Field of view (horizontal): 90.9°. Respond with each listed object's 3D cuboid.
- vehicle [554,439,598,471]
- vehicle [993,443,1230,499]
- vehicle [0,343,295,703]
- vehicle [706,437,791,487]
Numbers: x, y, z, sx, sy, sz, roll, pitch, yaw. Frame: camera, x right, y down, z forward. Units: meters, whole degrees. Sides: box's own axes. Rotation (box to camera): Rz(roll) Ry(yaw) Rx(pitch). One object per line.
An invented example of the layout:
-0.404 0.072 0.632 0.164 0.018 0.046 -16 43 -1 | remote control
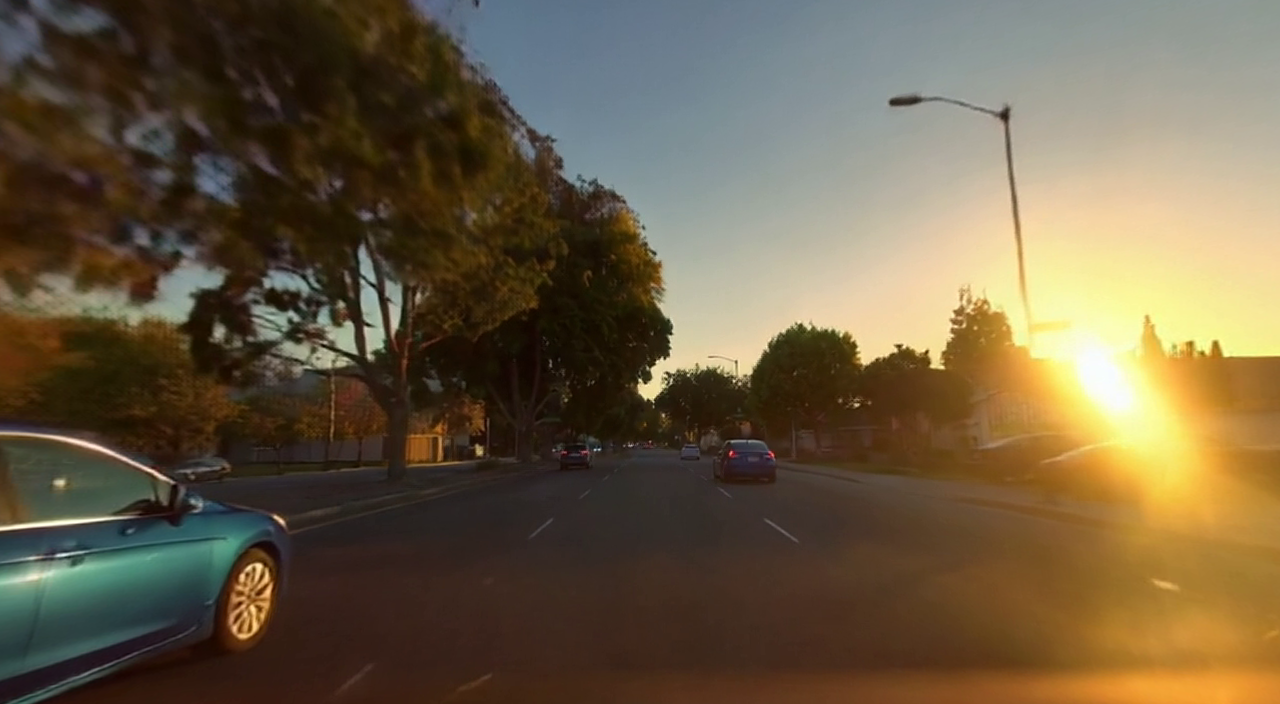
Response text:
-3.417 5.563 34.339 2.113 1.626 4.129 0 -8 -2 | vehicle
12.559 3.164 17.043 4.757 1.327 2.062 0 -7 -1 | vehicle
-3.574 0.789 2.203 2.023 1.720 4.741 0 -8 0 | vehicle
3.489 3.632 21.188 2.083 1.474 4.360 0 -8 0 | vehicle
